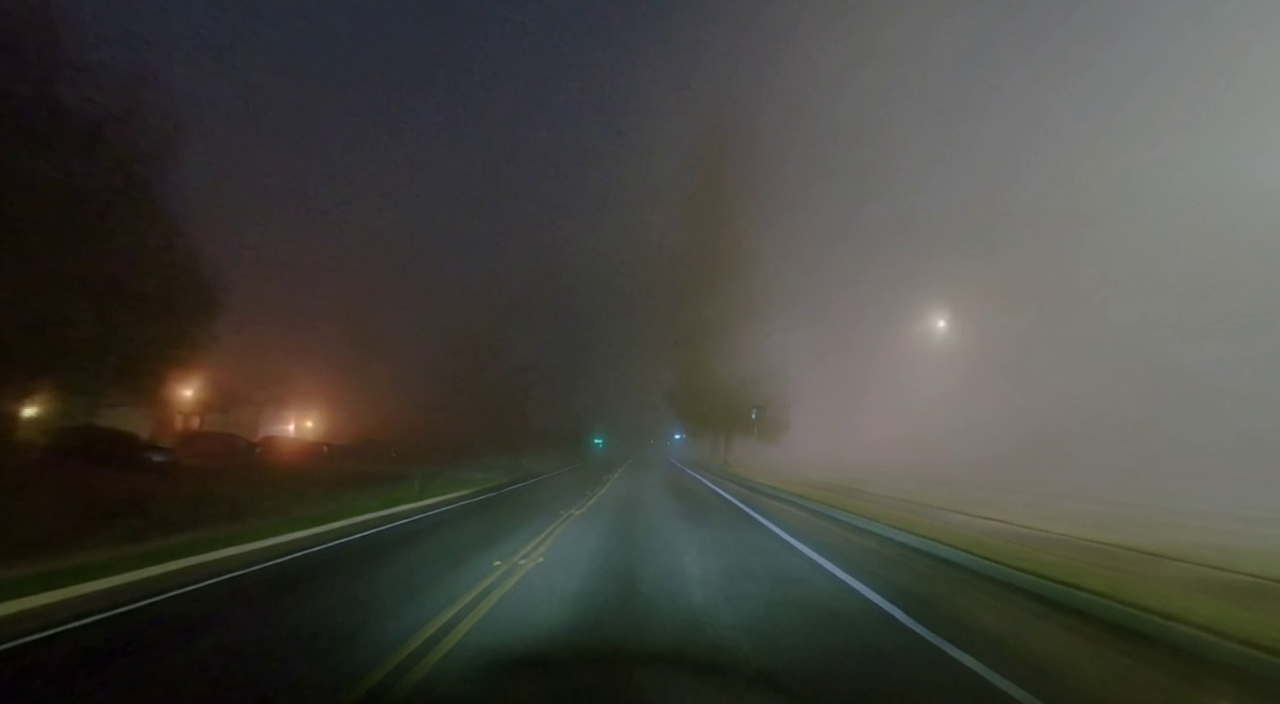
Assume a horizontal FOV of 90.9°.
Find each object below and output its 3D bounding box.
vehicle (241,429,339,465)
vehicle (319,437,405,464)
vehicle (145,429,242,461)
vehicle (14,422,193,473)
[{"bbox_3d":[-20.062,5.431,36.246,4.511,1.876,2.044,0,-8,10],"label":"vehicle"},{"bbox_3d":[-18.674,6.633,42.542,5.008,1.619,2.102,1,-8,-15],"label":"vehicle"},{"bbox_3d":[-25.993,5.424,36.772,4.237,1.701,1.881,-2,-9,1],"label":"vehicle"},{"bbox_3d":[-20.230,3.618,23.989,4.640,1.765,2.242,0,-9,-4],"label":"vehicle"}]
